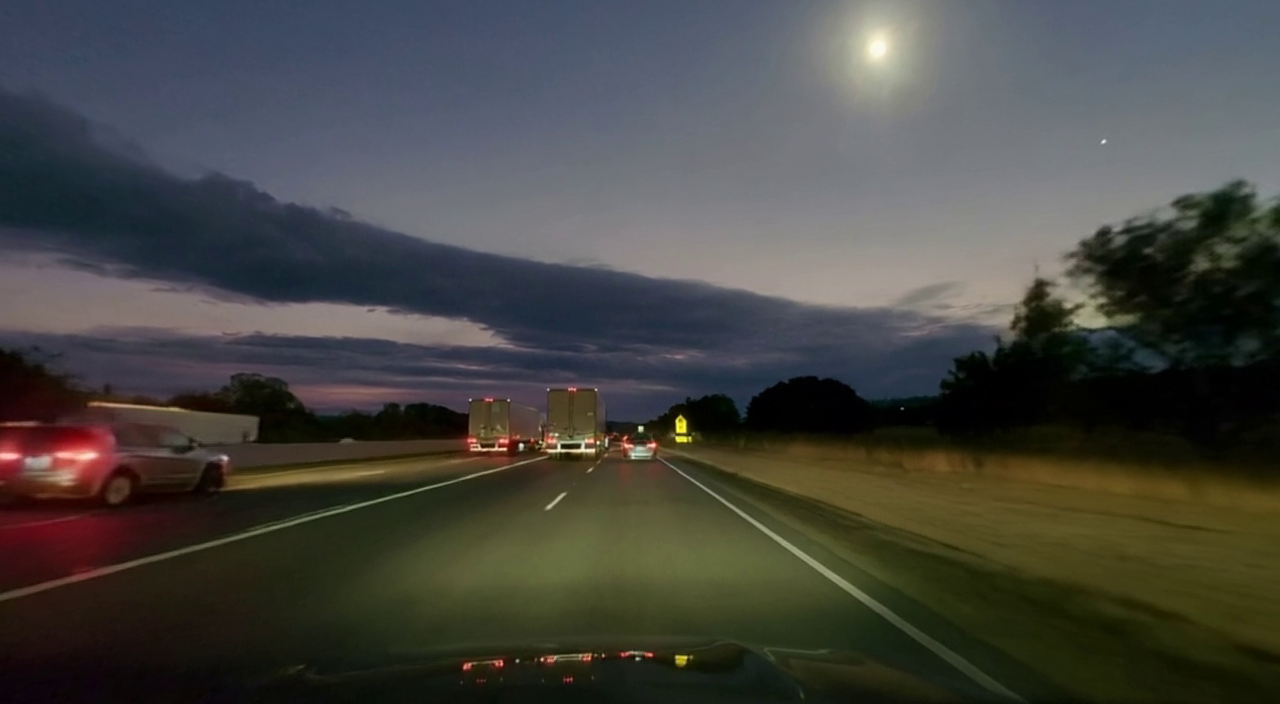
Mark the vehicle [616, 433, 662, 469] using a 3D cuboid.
[{"bbox_3d":[-0.104,4.362,28.015,1.891,1.477,3.599,0,-8,-2],"label":"vehicle"}]

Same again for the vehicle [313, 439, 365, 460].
[{"bbox_3d":[-23.681,7.661,49.665,1.962,1.548,4.510,0,-8,-1],"label":"vehicle"}]

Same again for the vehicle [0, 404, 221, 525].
[{"bbox_3d":[-10.751,2.056,12.092,2.153,1.841,4.790,0,-8,-1],"label":"vehicle"}]

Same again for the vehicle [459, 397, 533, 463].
[{"bbox_3d":[-8.029,4.510,36.076,2.728,3.405,7.096,0,-8,-2],"label":"vehicle"}]

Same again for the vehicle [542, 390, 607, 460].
[{"bbox_3d":[-4.233,5.407,45.267,3.475,4.037,17.454,0,-8,-2],"label":"vehicle"}]
